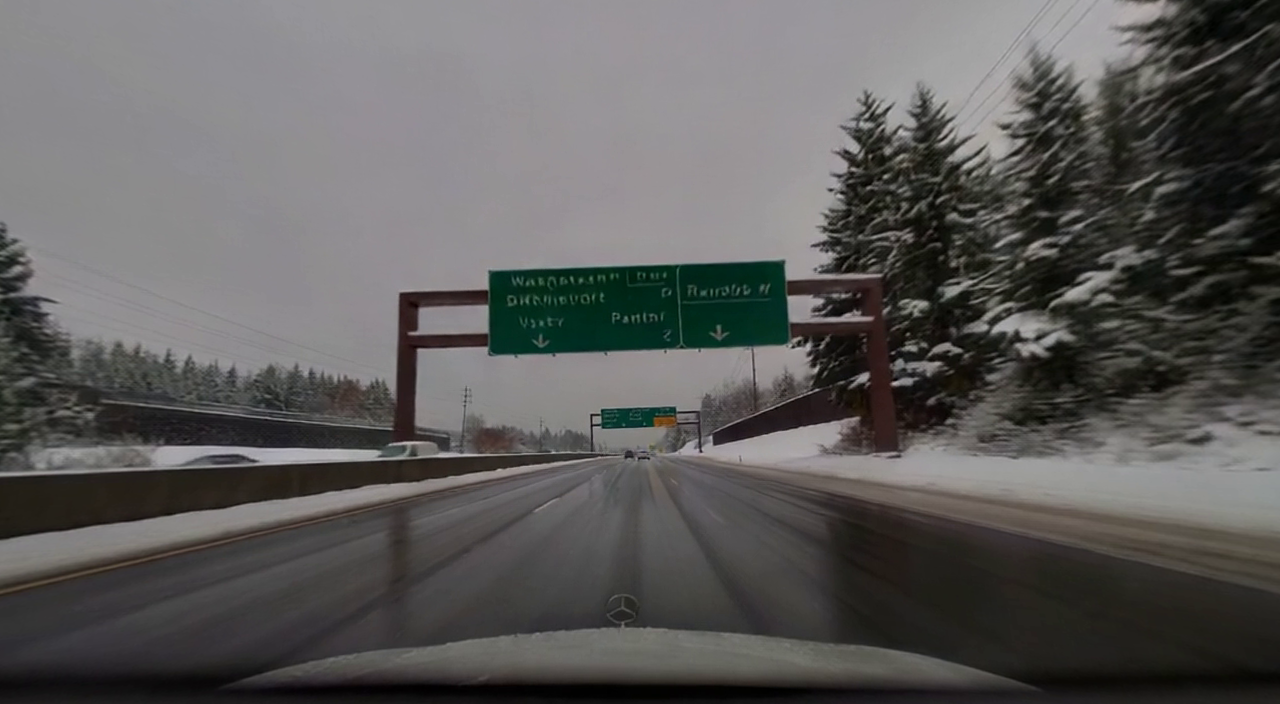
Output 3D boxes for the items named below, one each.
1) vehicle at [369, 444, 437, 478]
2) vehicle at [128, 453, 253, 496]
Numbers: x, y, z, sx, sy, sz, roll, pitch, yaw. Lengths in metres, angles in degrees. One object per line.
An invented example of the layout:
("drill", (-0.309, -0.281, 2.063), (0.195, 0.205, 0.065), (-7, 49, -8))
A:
("vehicle", (-12.668, 5.843, 34.021), (1.927, 1.652, 4.319), (0, -9, 1))
("vehicle", (-16.945, 4.607, 24.051), (1.843, 1.462, 3.906), (0, -9, 0))
